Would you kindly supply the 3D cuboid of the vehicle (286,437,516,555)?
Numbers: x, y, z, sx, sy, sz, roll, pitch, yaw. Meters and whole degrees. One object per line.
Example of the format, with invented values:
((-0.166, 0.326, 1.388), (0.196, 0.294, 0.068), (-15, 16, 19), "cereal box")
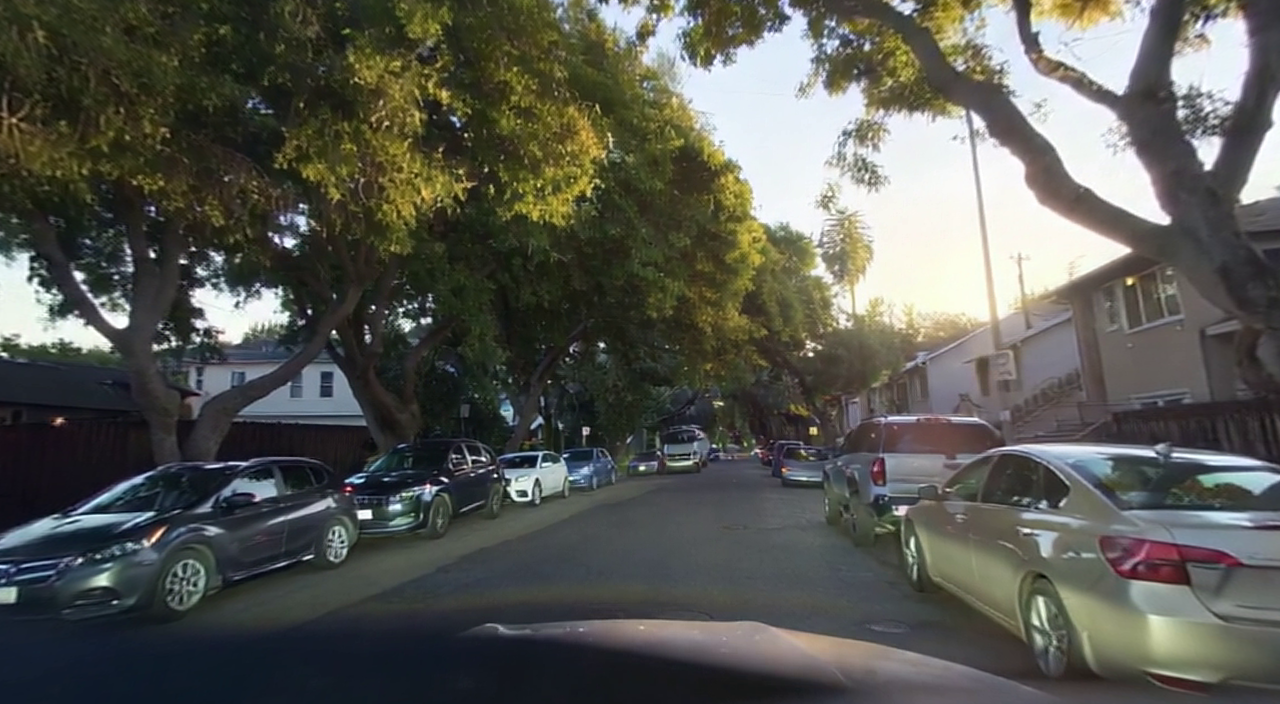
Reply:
((-4.279, 2.634, 12.496), (2.203, 1.815, 4.972), (-1, -8, 5), "vehicle")

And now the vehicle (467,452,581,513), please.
((-3.217, 3.734, 18.636), (1.861, 1.474, 4.749), (-1, -8, 8), "vehicle")

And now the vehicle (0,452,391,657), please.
((-4.884, 1.939, 7.254), (1.855, 1.510, 4.406), (-1, -8, 6), "vehicle")

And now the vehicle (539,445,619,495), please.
((-2.324, 4.683, 25.648), (2.002, 1.781, 5.380), (-1, -8, 8), "vehicle")

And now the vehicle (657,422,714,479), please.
((2.739, 5.577, 36.028), (2.716, 2.887, 6.781), (-1, -9, 9), "vehicle")

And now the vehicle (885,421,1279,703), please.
((3.388, 1.297, 4.421), (1.992, 1.456, 4.610), (-1, -8, 7), "vehicle")
